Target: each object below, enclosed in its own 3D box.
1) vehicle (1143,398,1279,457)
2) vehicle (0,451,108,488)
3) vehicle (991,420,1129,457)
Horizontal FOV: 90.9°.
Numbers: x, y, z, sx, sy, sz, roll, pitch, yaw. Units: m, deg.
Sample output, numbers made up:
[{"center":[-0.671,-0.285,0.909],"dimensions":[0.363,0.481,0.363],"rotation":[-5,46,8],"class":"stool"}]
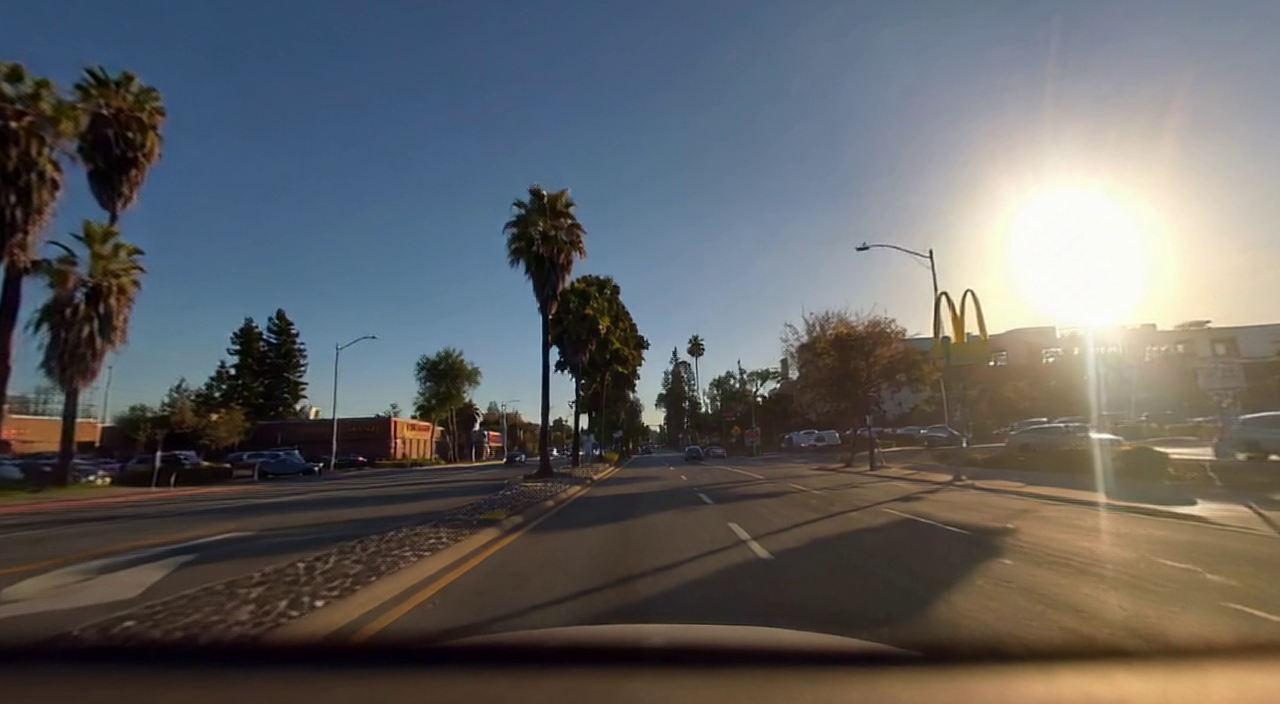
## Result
[{"center":[19.170,2.359,19.553],"dimensions":[5.123,1.730,2.183],"rotation":[-1,-8,4],"class":"vehicle"},{"center":[-27.898,5.442,29.620],"dimensions":[2.067,1.563,4.043],"rotation":[-1,-8,4],"class":"vehicle"},{"center":[18.618,3.877,28.162],"dimensions":[4.691,1.545,1.900],"rotation":[-1,-8,4],"class":"vehicle"}]
